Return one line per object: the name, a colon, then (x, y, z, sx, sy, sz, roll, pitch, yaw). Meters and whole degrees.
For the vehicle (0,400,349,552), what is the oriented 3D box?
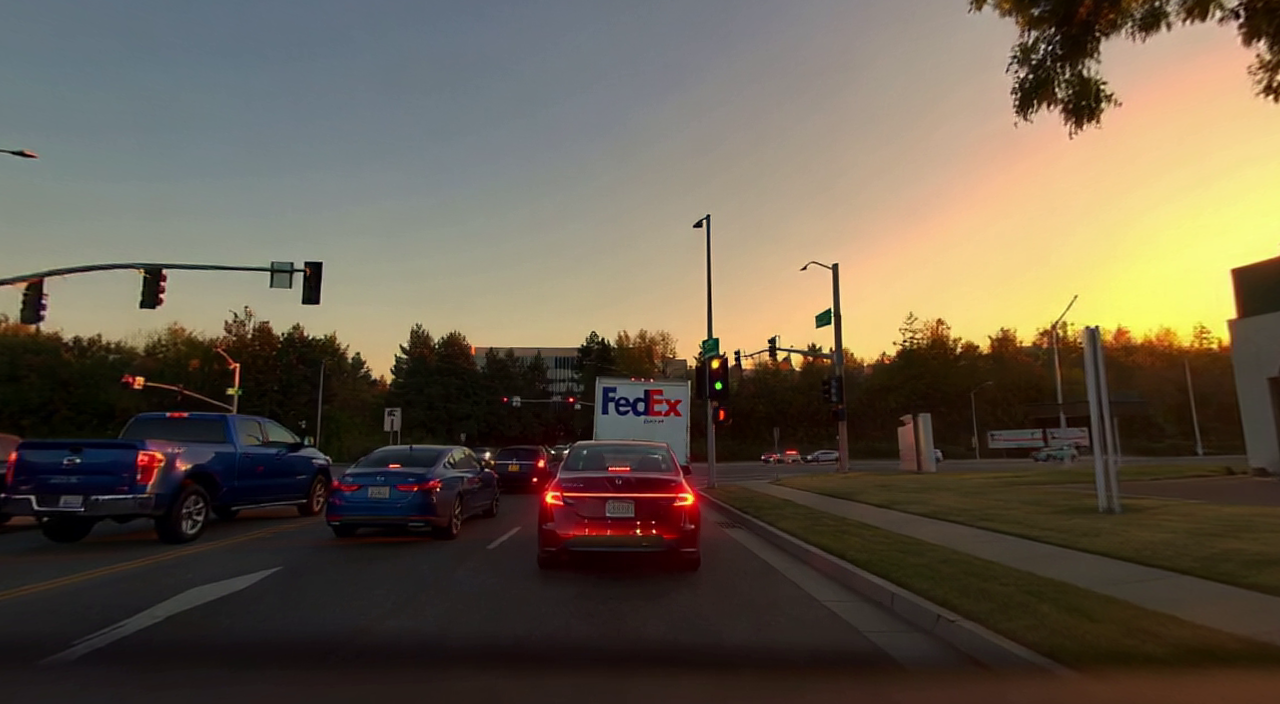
vehicle: (-7.291, 1.977, 10.736, 2.125, 1.893, 5.498, 0, -9, -2)

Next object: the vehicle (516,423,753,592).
vehicle: (-0.047, 1.738, 7.909, 2.145, 1.513, 4.269, 0, -9, 0)

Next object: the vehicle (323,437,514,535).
vehicle: (-3.874, 2.398, 11.941, 1.949, 1.487, 4.390, 0, -9, 1)

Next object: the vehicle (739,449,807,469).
vehicle: (10.274, 8.284, 48.669, 4.841, 1.494, 1.829, 1, -9, -5)
